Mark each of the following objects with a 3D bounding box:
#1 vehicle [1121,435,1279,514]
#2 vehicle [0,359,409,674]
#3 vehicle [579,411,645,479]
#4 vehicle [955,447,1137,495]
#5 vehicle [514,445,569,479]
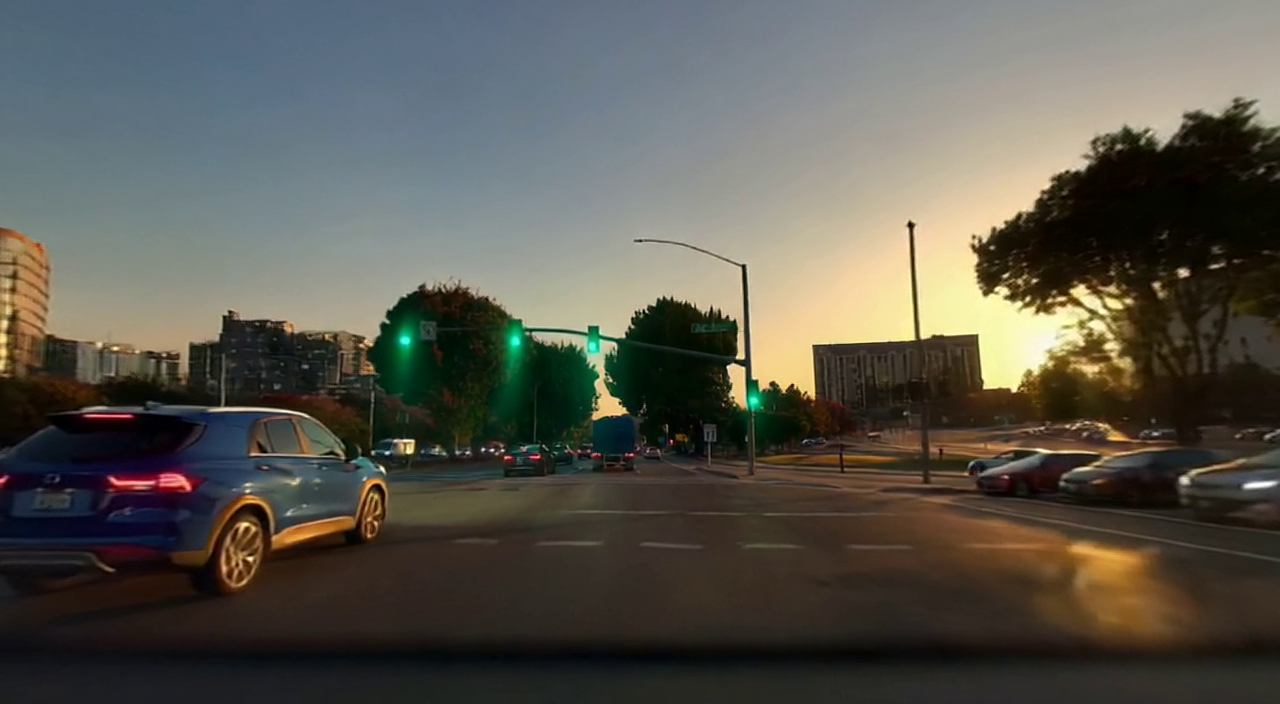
[{"bbox_3d":[14.395,2.834,14.797,4.372,1.694,2.107,0,-9,-2],"label":"vehicle"},{"bbox_3d":[-4.272,1.314,6.172,2.178,1.826,4.933,0,-9,-1],"label":"vehicle"},{"bbox_3d":[-1.312,4.713,31.700,2.993,3.051,6.692,0,-9,-1],"label":"vehicle"},{"bbox_3d":[13.743,4.042,21.498,4.807,1.530,2.066,0,-9,-2],"label":"vehicle"},{"bbox_3d":[-4.629,5.237,30.140,2.023,1.483,4.143,0,-9,-1],"label":"vehicle"}]
